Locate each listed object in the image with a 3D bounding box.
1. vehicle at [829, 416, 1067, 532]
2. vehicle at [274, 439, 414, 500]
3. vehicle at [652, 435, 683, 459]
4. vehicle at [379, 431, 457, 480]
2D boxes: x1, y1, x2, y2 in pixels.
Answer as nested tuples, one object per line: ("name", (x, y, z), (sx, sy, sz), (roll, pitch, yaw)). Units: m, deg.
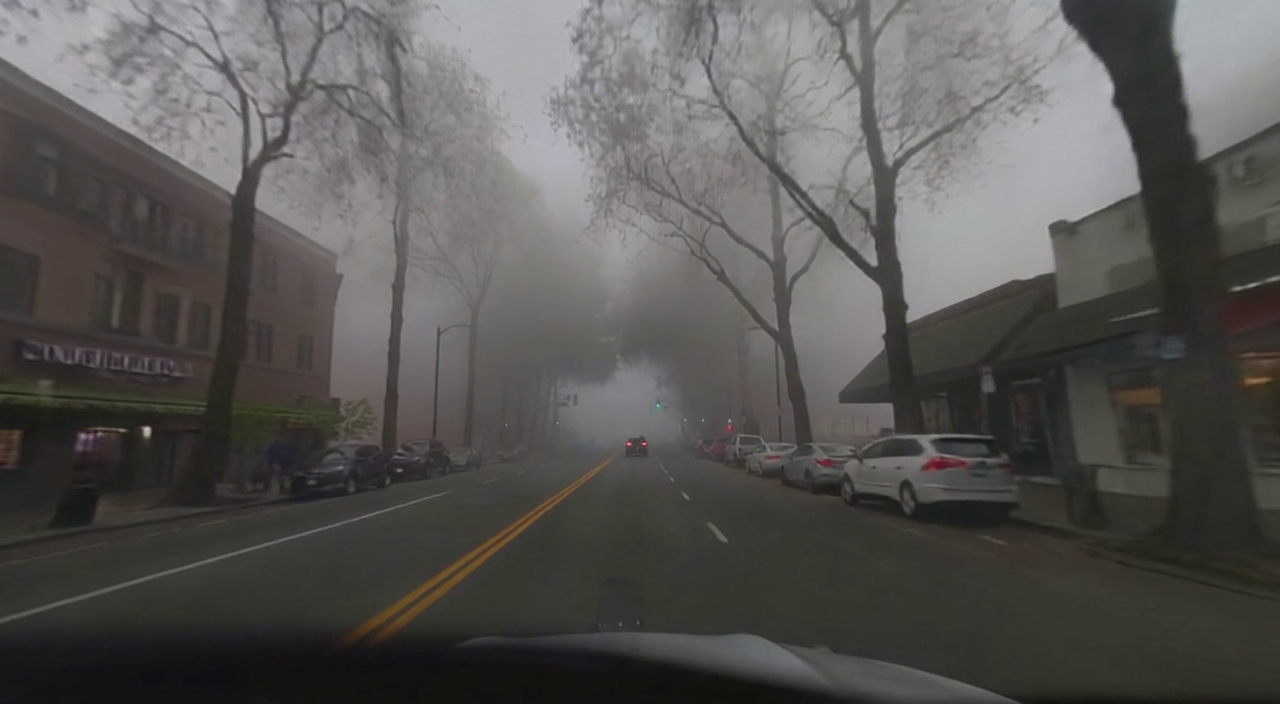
("vehicle", (5.573, 2.271, 12.441), (2.042, 1.787, 5.110), (0, -8, -1))
("vehicle", (-9.954, 3.959, 21.907), (2.081, 1.819, 5.607), (0, -8, 0))
("vehicle", (1.951, 6.831, 45.475), (1.998, 1.580, 4.015), (0, -8, -1))
("vehicle", (-10.053, 4.712, 29.000), (2.020, 2.013, 4.758), (0, -8, -3))
